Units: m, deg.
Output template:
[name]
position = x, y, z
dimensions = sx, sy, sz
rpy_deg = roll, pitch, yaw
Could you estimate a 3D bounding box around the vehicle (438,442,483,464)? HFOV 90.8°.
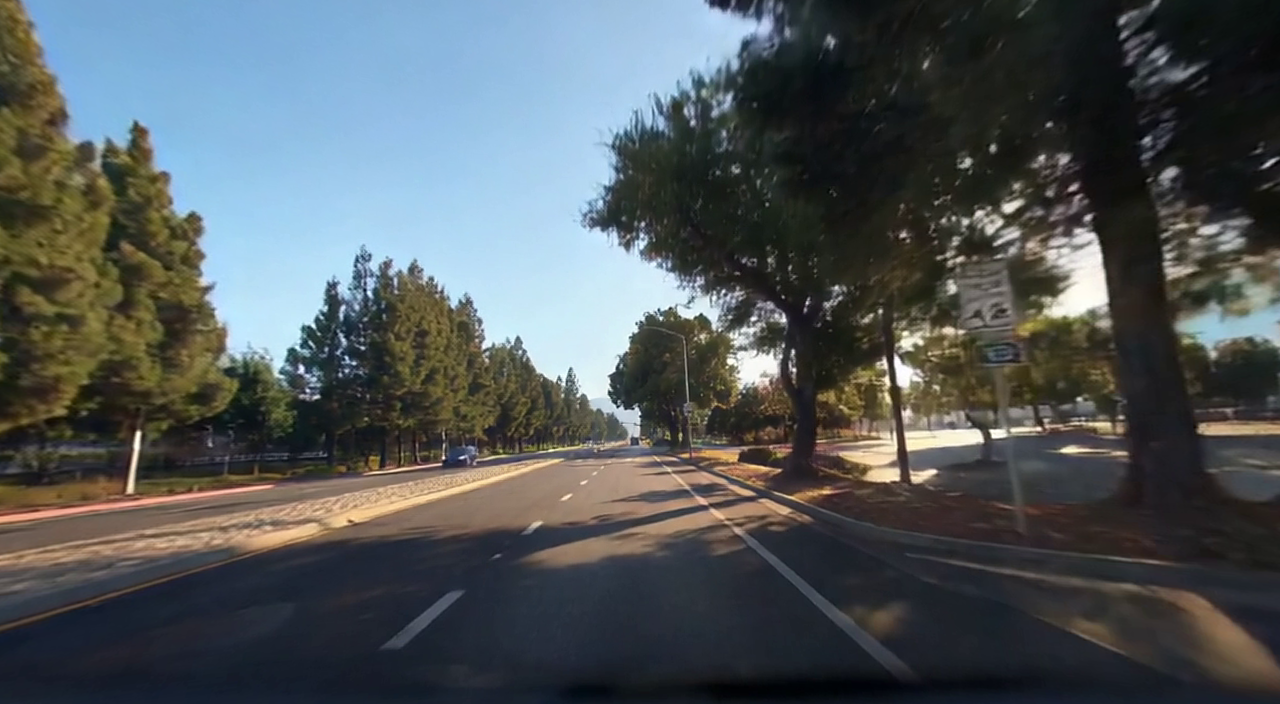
[vehicle]
position = -13.395, 7.548, 47.498
dimensions = 2.078, 1.573, 4.533
rpy_deg = 0, -8, 0
